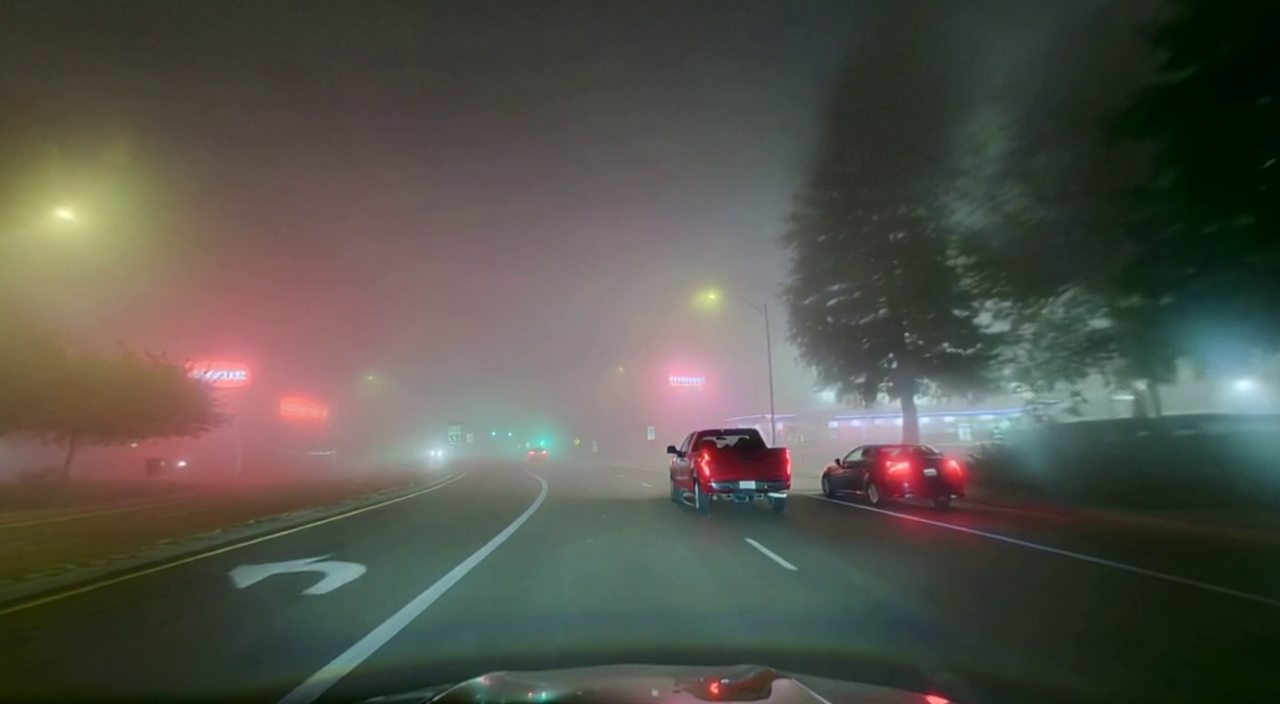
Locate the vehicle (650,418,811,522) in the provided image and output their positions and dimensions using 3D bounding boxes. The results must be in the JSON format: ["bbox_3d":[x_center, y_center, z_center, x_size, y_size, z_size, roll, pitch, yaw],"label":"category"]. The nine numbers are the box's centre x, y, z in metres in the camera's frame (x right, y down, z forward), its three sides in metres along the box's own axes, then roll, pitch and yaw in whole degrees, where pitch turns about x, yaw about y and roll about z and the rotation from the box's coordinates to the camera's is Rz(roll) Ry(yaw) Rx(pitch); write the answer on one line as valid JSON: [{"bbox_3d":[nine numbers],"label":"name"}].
[{"bbox_3d":[1.597,2.379,13.336,2.214,1.749,4.998,1,-8,-5],"label":"vehicle"}]

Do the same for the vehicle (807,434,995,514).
[{"bbox_3d":[5.490,2.607,14.041,1.986,1.480,4.296,1,-8,-6],"label":"vehicle"}]
